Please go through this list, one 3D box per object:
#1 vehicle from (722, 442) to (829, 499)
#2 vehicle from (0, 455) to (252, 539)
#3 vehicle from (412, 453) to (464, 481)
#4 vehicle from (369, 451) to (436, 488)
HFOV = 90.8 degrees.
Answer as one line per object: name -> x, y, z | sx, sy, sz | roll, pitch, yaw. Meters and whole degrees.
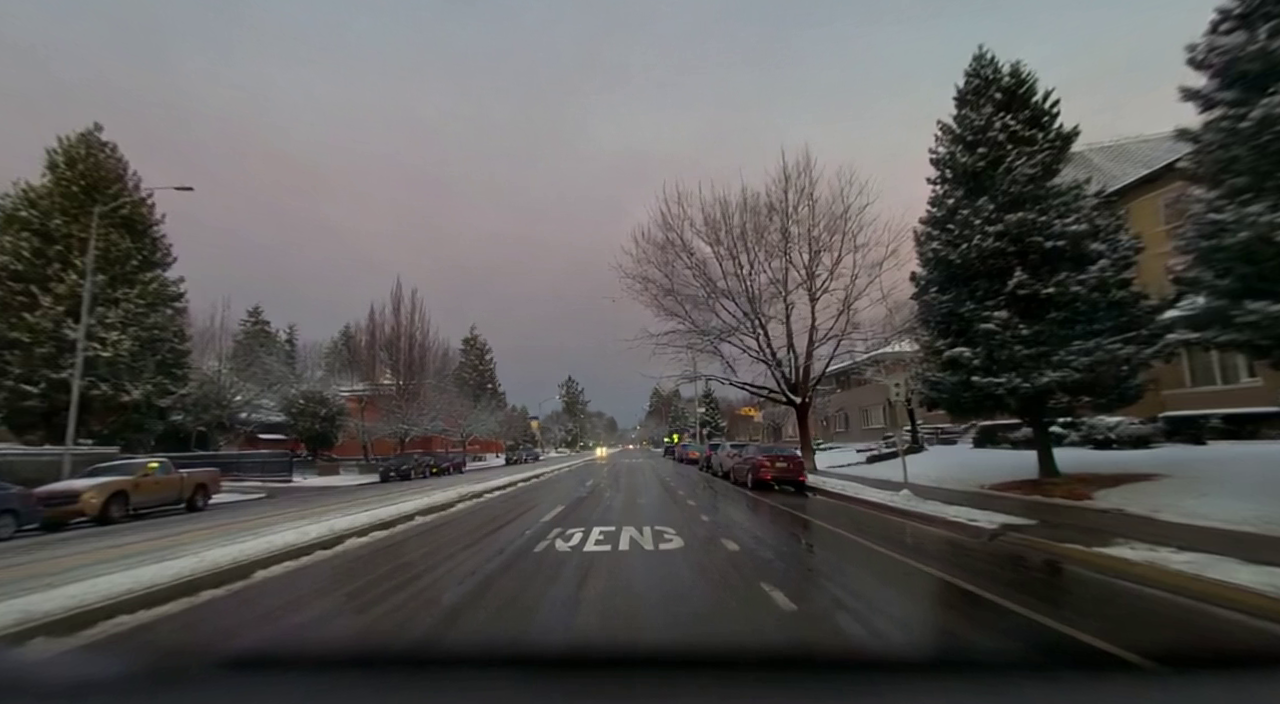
vehicle -> 3.911, 3.510, 19.184 | 2.100, 1.478, 4.816 | 0, -8, -1
vehicle -> -13.924, 3.882, 17.861 | 2.073, 1.844, 6.074 | 0, -8, 0
vehicle -> -14.231, 8.129, 44.827 | 2.239, 1.645, 4.700 | -3, -8, -1
vehicle -> -13.826, 6.836, 37.134 | 2.220, 1.747, 4.980 | -3, -8, -3
